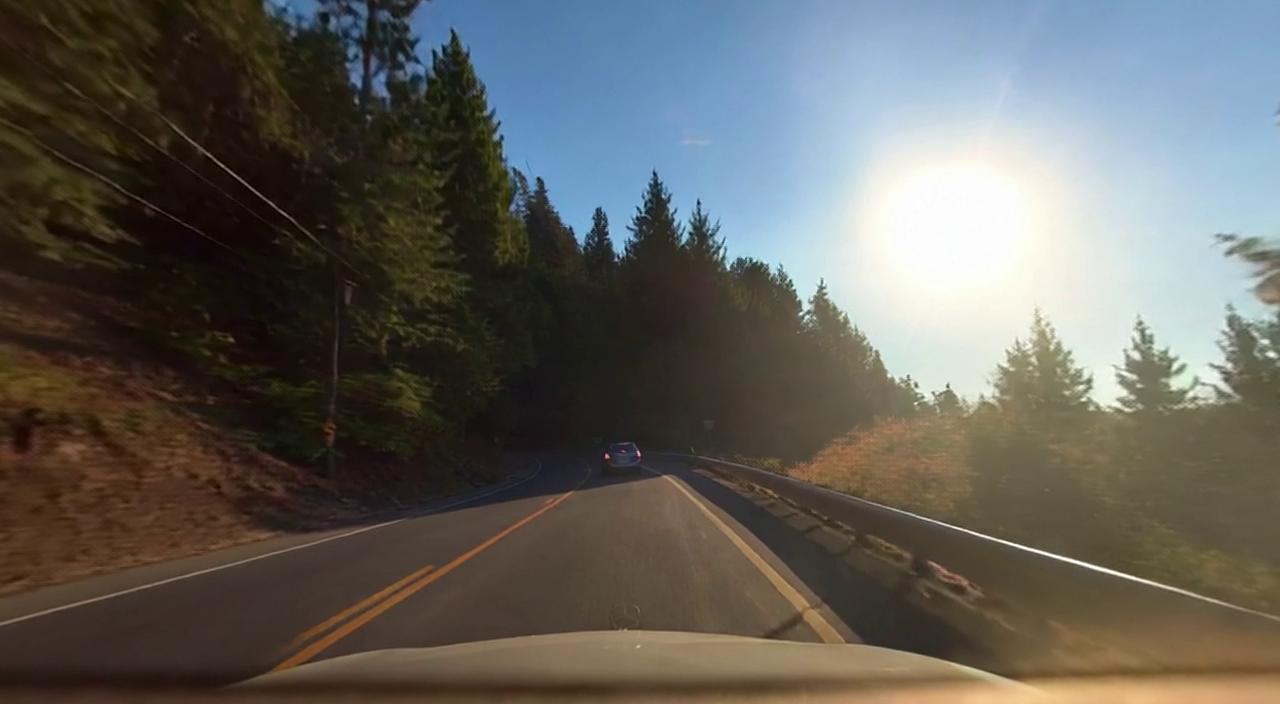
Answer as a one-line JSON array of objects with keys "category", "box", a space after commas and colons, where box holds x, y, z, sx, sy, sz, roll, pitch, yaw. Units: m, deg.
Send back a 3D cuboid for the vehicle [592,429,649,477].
[{"category": "vehicle", "box": [-1.020, 4.946, 31.061, 2.469, 1.953, 5.605, -3, -8, -3]}]
